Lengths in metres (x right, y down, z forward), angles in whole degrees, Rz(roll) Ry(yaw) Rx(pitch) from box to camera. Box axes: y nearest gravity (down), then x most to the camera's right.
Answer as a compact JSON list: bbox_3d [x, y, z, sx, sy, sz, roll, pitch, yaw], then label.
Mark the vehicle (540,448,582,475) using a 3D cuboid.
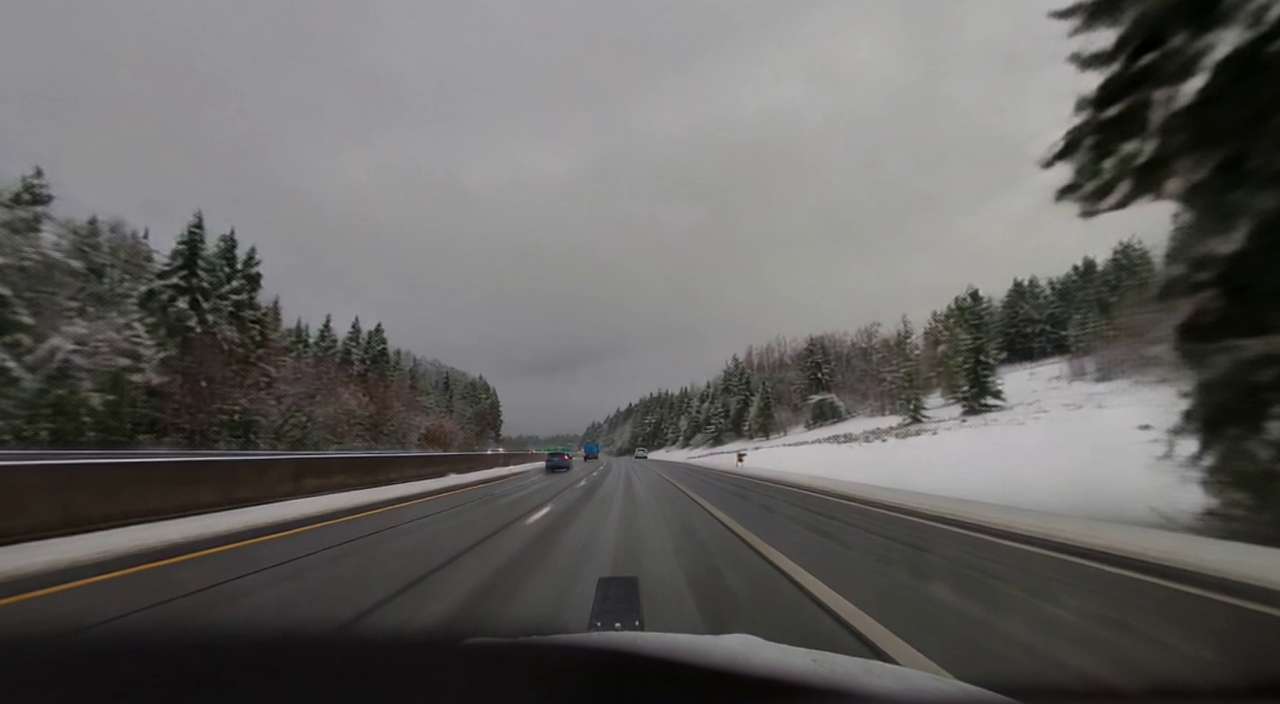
[{"bbox_3d":[-4.785,6.663,38.771,2.049,1.521,4.366,0,-9,-1],"label":"vehicle"}]
